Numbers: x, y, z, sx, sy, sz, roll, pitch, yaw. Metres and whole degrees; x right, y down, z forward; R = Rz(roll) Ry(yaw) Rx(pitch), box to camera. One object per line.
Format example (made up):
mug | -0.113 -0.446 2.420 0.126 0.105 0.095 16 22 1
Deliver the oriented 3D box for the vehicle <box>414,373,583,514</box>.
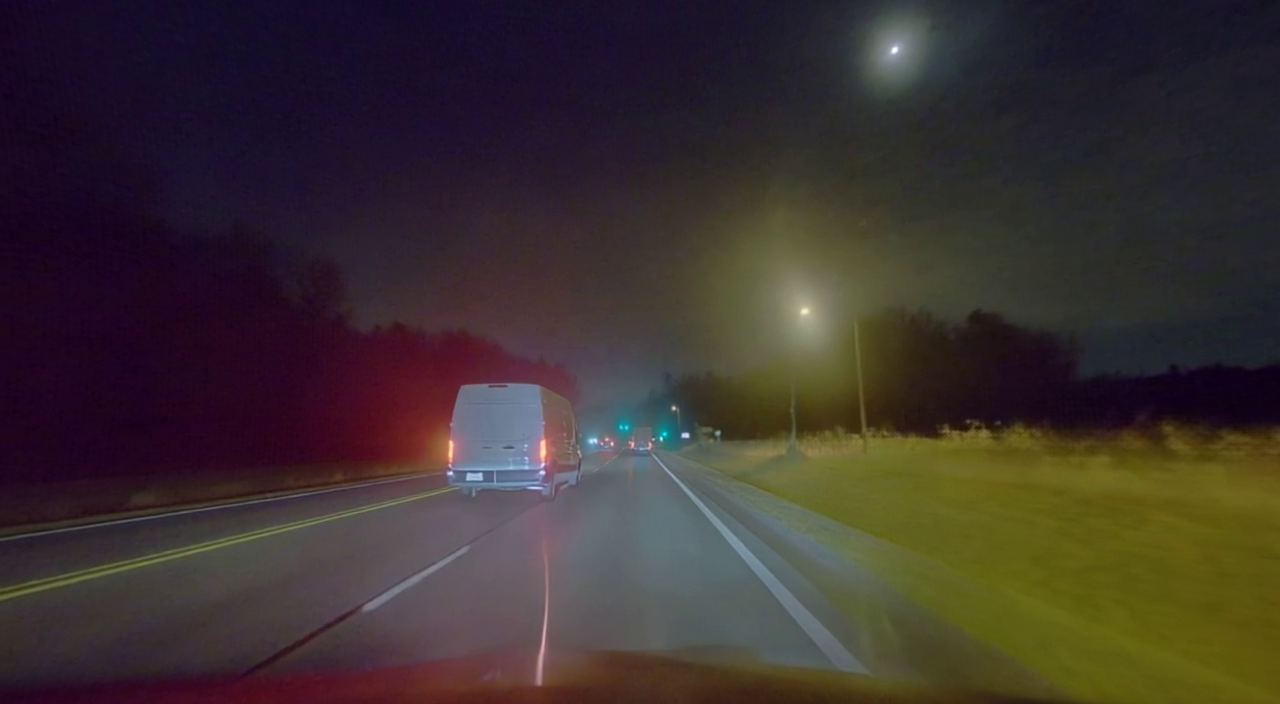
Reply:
vehicle | -2.934 2.152 14.934 2.497 2.628 6.016 0 -8 1
